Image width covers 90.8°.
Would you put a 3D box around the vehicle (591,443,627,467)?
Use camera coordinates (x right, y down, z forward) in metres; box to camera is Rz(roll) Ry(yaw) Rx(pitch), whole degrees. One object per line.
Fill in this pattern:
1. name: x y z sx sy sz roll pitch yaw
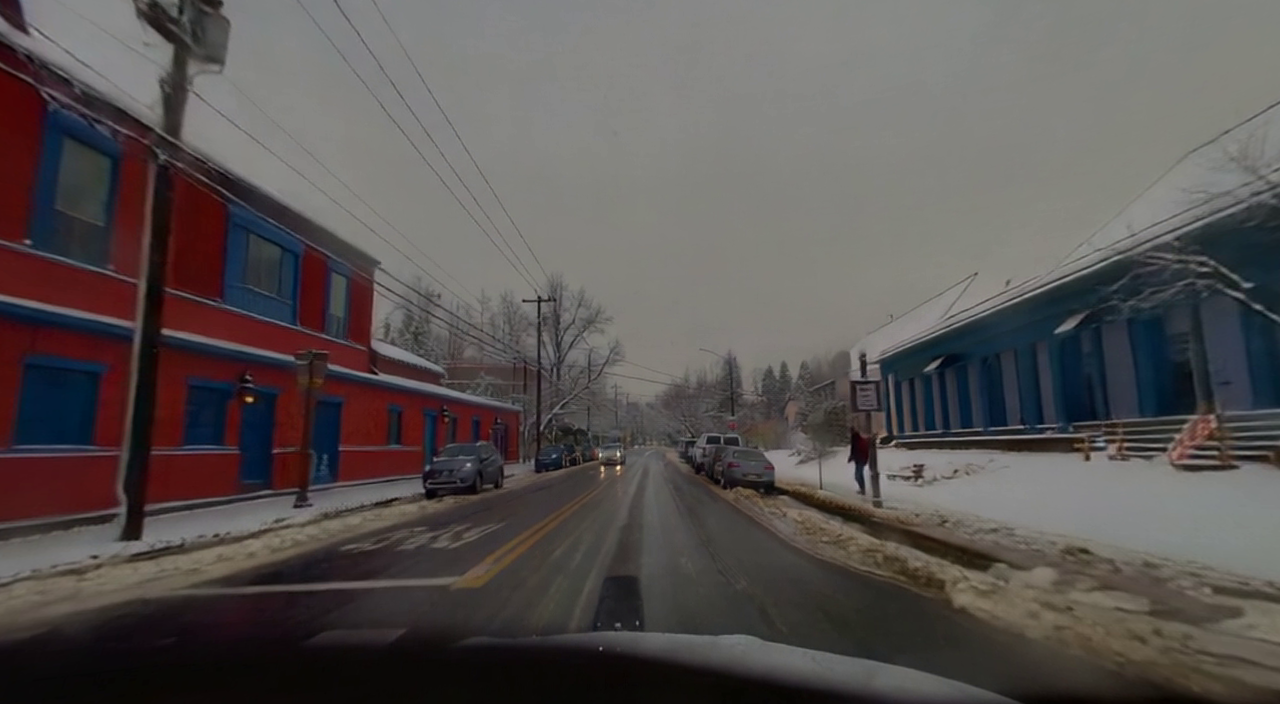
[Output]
1. vehicle: -2.060 6.940 42.904 2.036 1.515 4.437 0 -8 2

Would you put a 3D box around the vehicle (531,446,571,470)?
1. vehicle: -5.816 6.966 41.666 1.844 1.486 4.474 -1 -8 2

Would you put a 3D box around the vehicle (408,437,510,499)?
1. vehicle: -6.126 3.915 21.963 2.140 1.746 4.385 -4 -8 1

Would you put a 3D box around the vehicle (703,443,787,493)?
1. vehicle: 3.324 3.774 21.002 1.966 1.471 4.552 0 -8 -1
